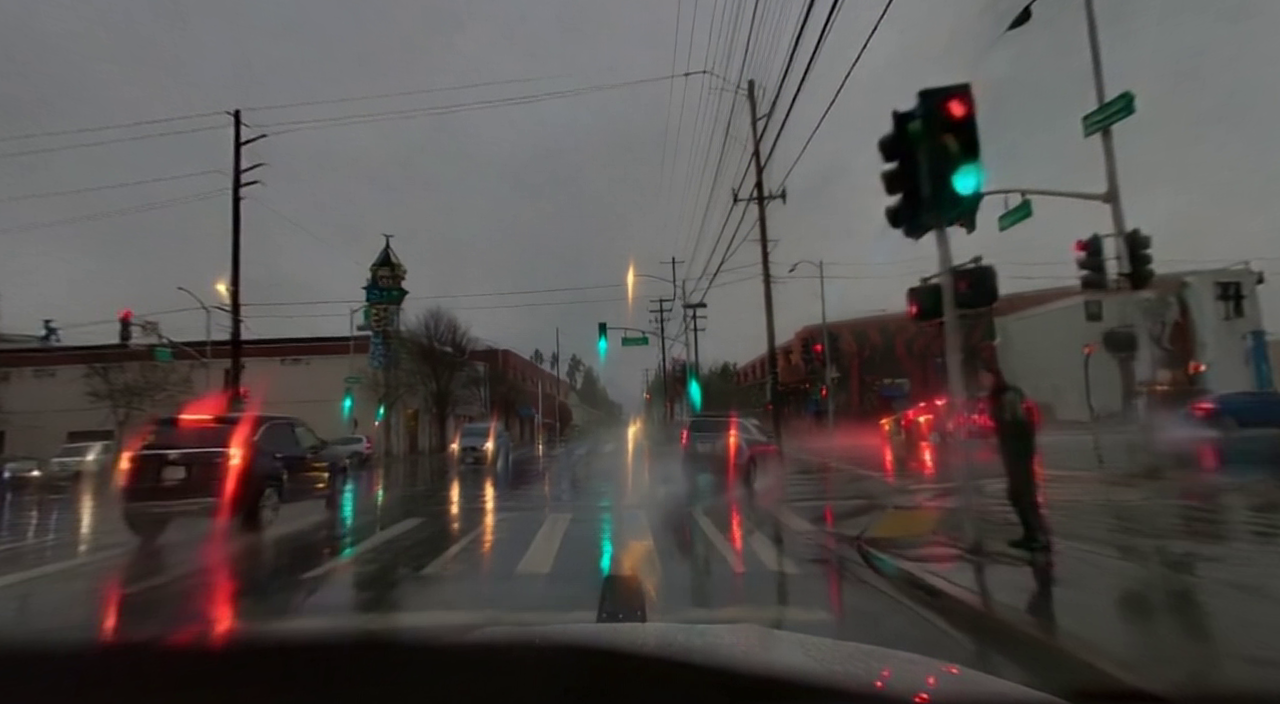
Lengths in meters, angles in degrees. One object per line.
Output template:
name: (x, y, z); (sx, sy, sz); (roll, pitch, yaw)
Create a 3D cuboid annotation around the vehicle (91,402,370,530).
vehicle: (-6.573, 1.848, 10.896); (2.063, 1.751, 4.229); (0, -7, -2)

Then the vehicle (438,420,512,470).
vehicle: (-5.513, 3.034, 20.999); (2.097, 1.457, 4.439); (2, -8, -16)

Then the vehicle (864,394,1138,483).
vehicle: (7.479, 1.766, 13.351); (4.714, 1.686, 1.973); (1, -6, -8)

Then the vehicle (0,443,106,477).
vehicle: (-34.664, 6.326, 37.287); (4.492, 1.880, 1.879); (0, -7, -1)

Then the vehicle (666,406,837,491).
vehicle: (2.552, 1.955, 13.616); (2.059, 1.497, 4.260); (-5, -7, 33)

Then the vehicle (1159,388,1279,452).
vehicle: (18.884, 2.030, 19.228); (4.478, 1.749, 2.161); (-1, -7, -9)
